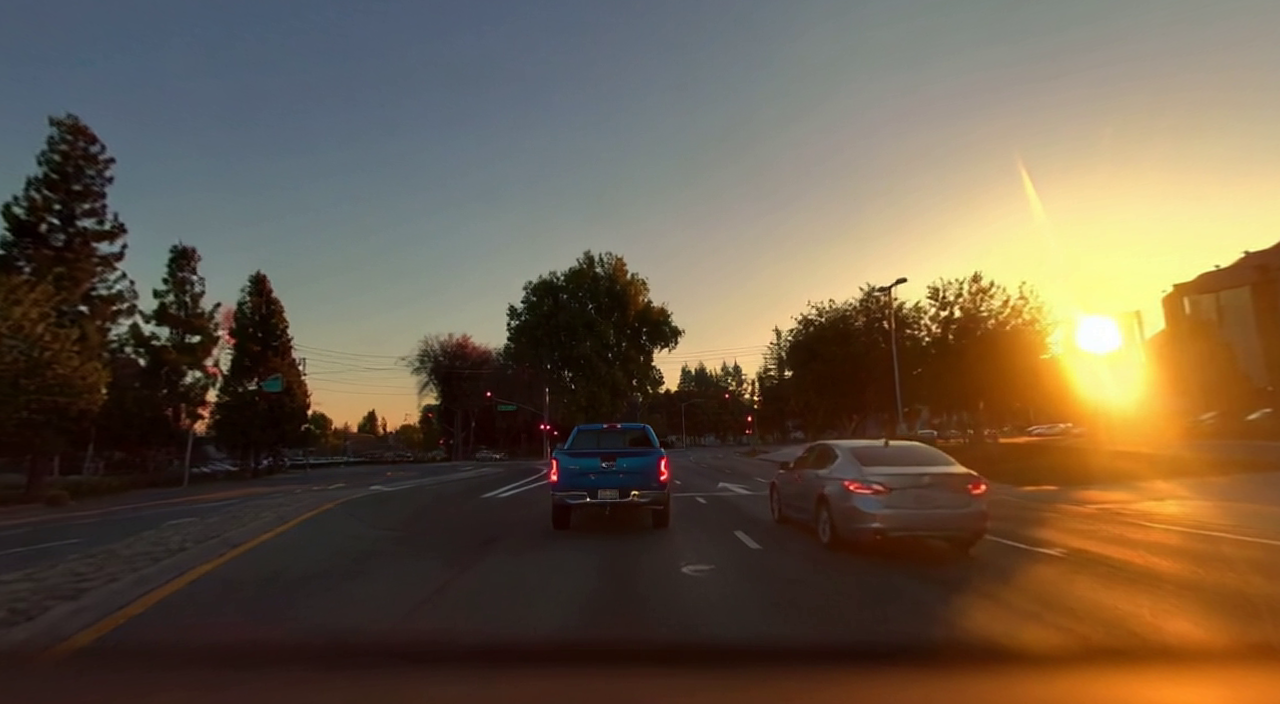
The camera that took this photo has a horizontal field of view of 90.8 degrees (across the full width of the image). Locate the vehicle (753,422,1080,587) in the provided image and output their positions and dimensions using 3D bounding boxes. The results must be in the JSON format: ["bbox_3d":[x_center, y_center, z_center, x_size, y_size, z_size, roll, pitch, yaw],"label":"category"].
[{"bbox_3d":[2.942,1.729,8.070,2.073,1.484,4.437,0,-8,-1],"label":"vehicle"}]

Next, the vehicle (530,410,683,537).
[{"bbox_3d":[-0.500,2.059,11.313,2.145,1.762,4.731,0,-8,-1],"label":"vehicle"}]
